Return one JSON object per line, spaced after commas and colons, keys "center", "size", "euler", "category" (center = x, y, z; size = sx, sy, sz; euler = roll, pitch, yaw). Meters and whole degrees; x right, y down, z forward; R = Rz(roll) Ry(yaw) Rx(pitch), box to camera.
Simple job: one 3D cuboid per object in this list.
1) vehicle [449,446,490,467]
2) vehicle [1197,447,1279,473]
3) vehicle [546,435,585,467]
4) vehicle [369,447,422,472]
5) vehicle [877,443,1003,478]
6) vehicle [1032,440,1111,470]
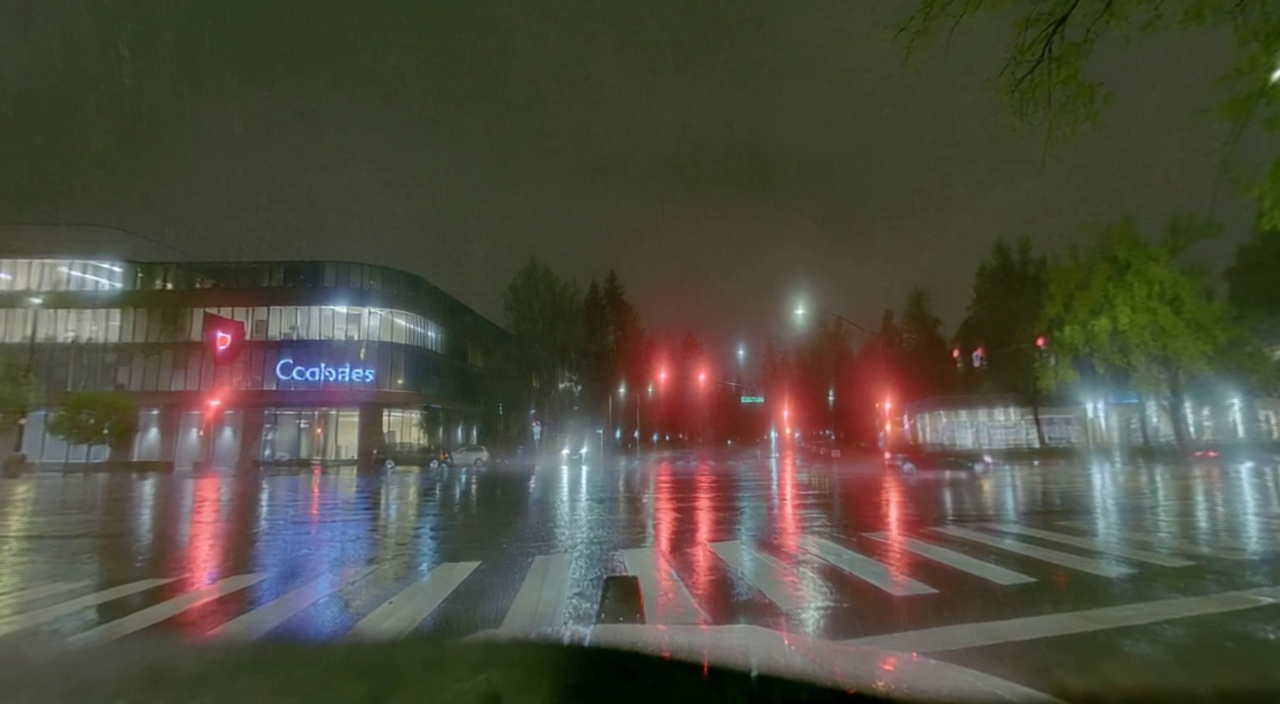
{"center": [-12.622, 7.764, 47.092], "size": [1.946, 1.474, 4.008], "euler": [0, -9, 0], "category": "vehicle"}
{"center": [36.120, 6.469, 38.097], "size": [4.522, 1.460, 2.097], "euler": [4, -9, -26], "category": "vehicle"}
{"center": [-4.984, 6.464, 41.483], "size": [2.289, 1.927, 5.667], "euler": [1, -9, -9], "category": "vehicle"}
{"center": [-16.253, 7.133, 42.240], "size": [1.883, 1.586, 4.297], "euler": [0, -9, -1], "category": "vehicle"}
{"center": [13.402, 4.869, 28.453], "size": [4.658, 1.478, 1.946], "euler": [-1, -9, 4], "category": "vehicle"}
{"center": [26.354, 6.266, 38.567], "size": [4.541, 1.731, 2.007], "euler": [5, -10, -28], "category": "vehicle"}
